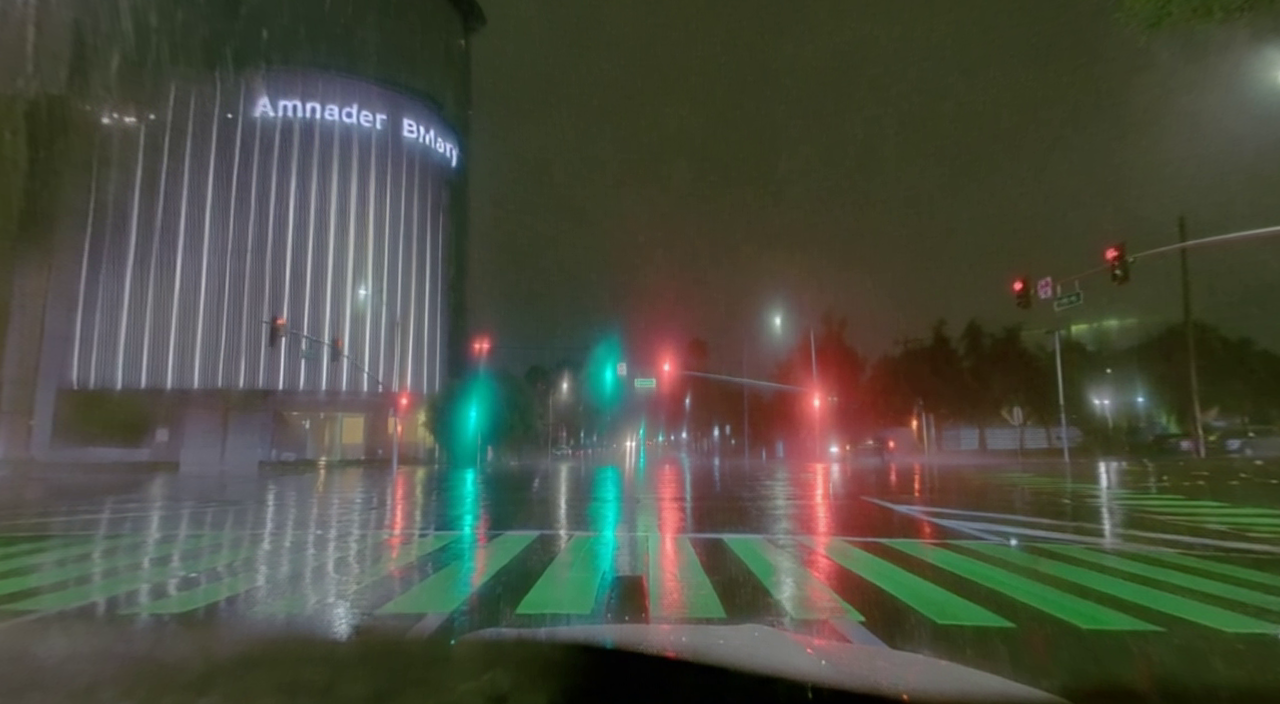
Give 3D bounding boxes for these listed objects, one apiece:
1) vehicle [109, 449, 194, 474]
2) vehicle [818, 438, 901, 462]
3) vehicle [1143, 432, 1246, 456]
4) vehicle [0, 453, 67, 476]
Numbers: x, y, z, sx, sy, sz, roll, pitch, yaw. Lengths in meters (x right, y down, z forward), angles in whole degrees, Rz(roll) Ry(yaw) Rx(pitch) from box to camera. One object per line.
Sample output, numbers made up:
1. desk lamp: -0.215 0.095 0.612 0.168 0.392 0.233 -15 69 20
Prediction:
1. vehicle: -33.072 7.404 42.751 4.136 1.661 1.857 0 -8 1
2. vehicle: 13.559 6.088 39.199 4.529 1.457 1.981 -1 -9 8
3. vehicle: 36.171 6.024 41.200 4.767 1.456 1.858 -1 -8 3
4. vehicle: -41.656 7.636 42.764 3.698 1.467 1.779 0 -8 1
